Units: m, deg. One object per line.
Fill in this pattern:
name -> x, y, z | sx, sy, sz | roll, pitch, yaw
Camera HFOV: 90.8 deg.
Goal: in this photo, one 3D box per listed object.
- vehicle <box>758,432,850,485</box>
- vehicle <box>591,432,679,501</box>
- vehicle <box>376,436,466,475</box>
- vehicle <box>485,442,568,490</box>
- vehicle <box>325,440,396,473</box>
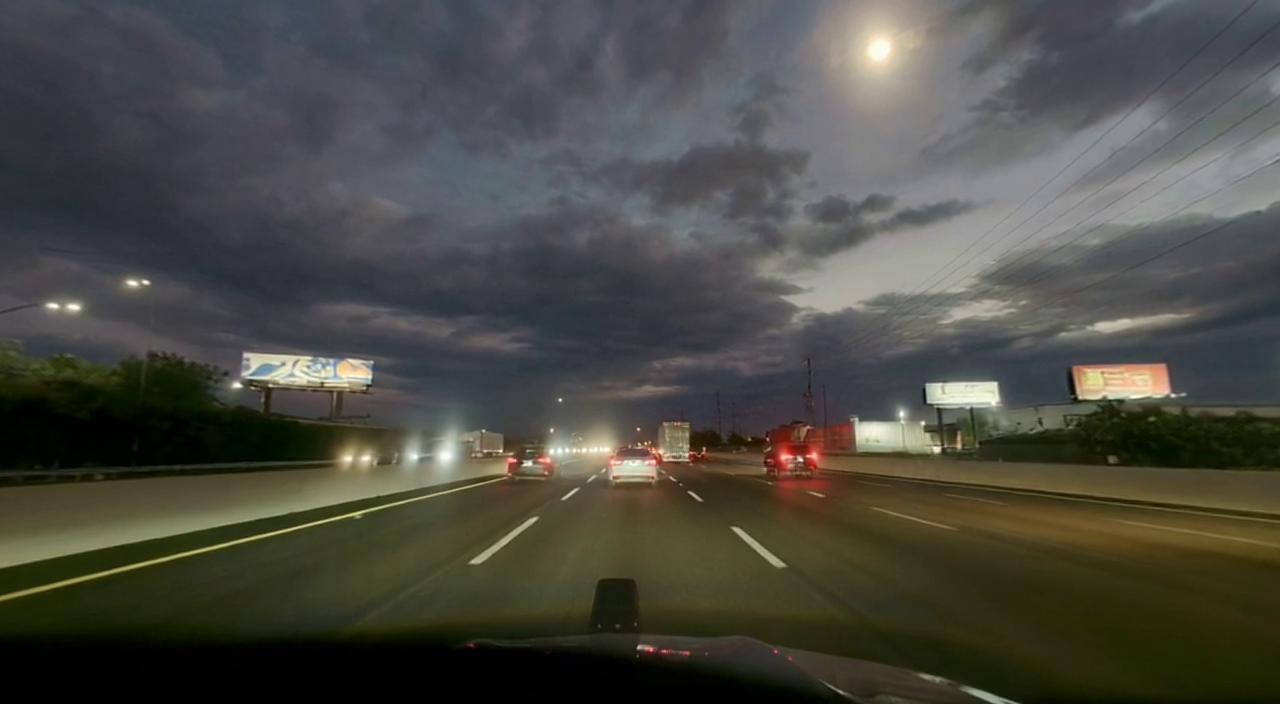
vehicle -> 6.787, 4.498, 26.932 | 2.302, 1.973, 5.502 | 0, -9, -1
vehicle -> -0.161, 3.163, 17.741 | 2.191, 1.685, 4.015 | 0, -9, -1
vehicle -> -10.534, 5.056, 30.974 | 2.244, 1.729, 5.864 | 0, -9, 1
vehicle -> -3.836, 3.967, 22.291 | 2.025, 1.498, 4.675 | 0, -9, 1
vehicle -> -17.886, 6.685, 40.739 | 2.154, 1.967, 5.297 | 0, -9, 0
